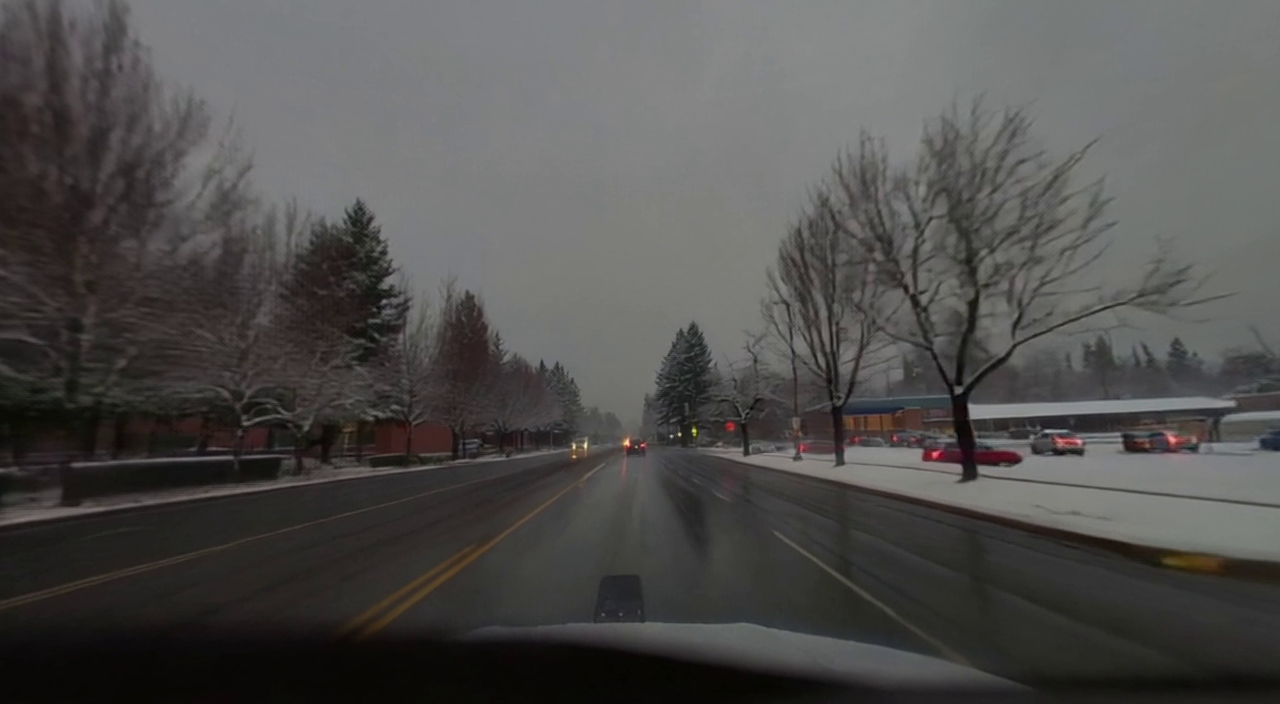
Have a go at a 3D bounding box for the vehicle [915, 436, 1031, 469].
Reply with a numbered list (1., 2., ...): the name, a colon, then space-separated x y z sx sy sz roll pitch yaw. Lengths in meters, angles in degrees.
1. vehicle: 16.767 5.075 31.968 4.665 1.570 2.080 0 -8 0

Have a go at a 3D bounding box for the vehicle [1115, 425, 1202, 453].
1. vehicle: 34.342 5.817 42.045 1.843 1.774 4.626 0 -8 0

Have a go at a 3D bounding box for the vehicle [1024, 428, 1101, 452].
1. vehicle: 31.533 6.591 47.414 2.015 1.681 5.292 0 -8 -2
